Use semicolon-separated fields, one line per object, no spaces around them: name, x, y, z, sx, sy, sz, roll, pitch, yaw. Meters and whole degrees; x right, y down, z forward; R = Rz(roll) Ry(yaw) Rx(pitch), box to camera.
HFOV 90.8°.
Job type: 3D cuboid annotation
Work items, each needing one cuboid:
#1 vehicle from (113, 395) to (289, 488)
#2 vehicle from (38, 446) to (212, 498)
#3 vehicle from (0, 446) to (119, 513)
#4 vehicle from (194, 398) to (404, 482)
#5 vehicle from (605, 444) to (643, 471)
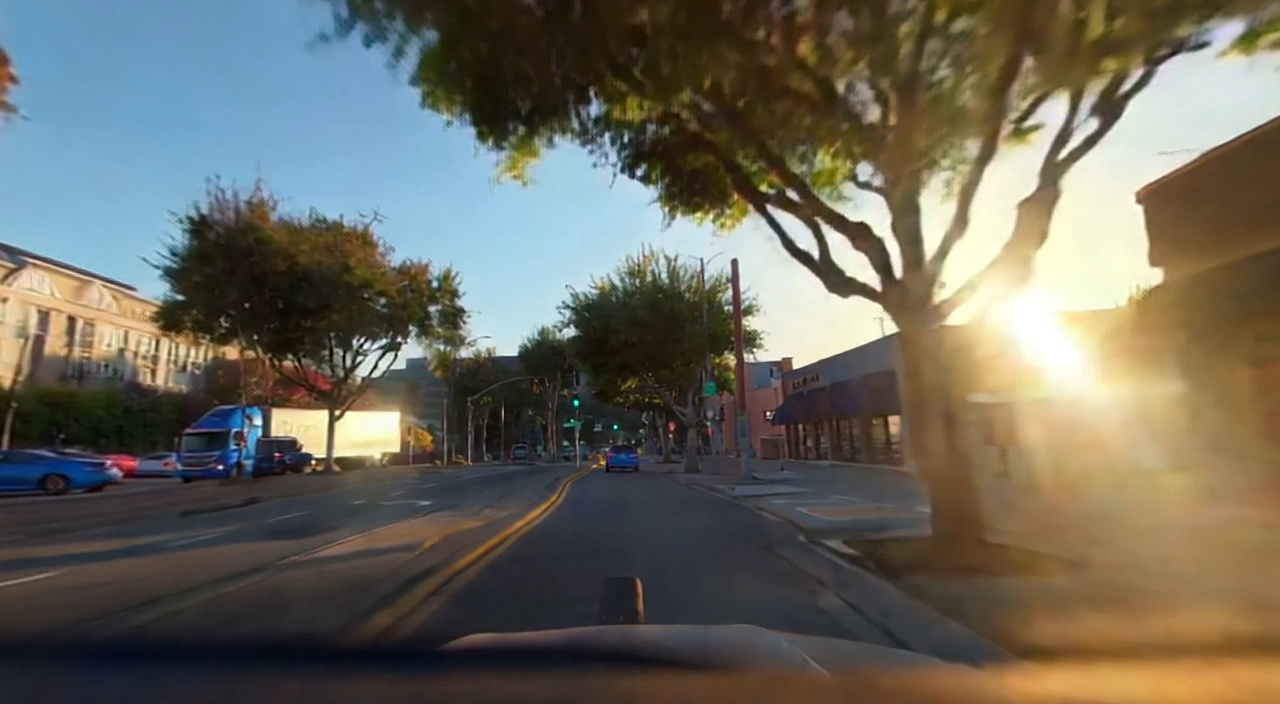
vehicle;-20.847;4.338;30.538;3.045;3.961;6.104;-3;-9;17
vehicle;-19.230;4.438;23.915;1.988;1.762;4.653;-3;-9;18
vehicle;-17.620;3.467;17.325;2.101;1.721;4.587;-3;-9;18
vehicle;-18.844;5.140;36.550;2.792;4.025;11.784;-3;-9;18
vehicle;-0.854;5.991;36.062;2.006;1.470;3.799;0;-8;0
